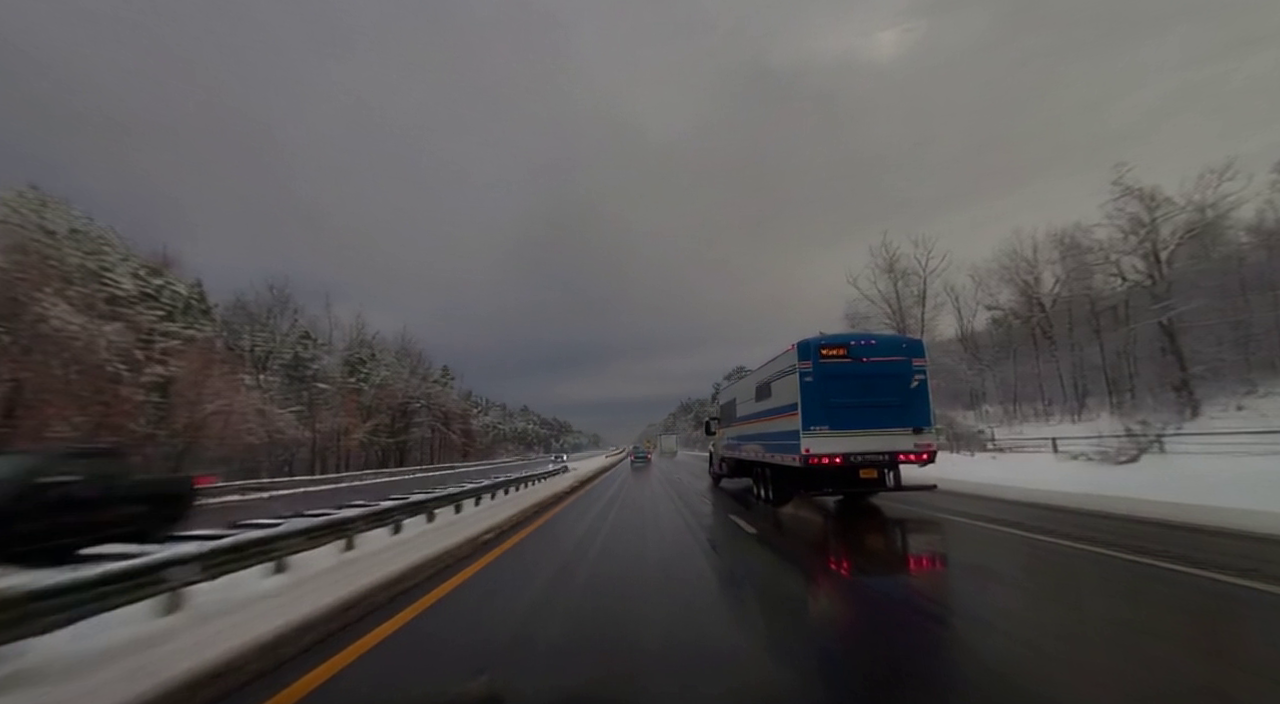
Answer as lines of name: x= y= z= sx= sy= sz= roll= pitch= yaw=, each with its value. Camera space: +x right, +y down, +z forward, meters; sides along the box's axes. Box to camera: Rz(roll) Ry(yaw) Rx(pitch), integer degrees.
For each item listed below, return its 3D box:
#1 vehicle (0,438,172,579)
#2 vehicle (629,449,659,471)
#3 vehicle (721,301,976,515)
vehicle: x=-8.503 y=1.890 z=7.777 sx=2.081 sy=1.624 sz=4.314 roll=0 pitch=-9 yaw=0
vehicle: x=0.284 y=7.190 z=42.122 sx=1.926 sy=1.386 sz=3.615 roll=0 pitch=-9 yaw=0
vehicle: x=4.875 y=2.131 z=19.236 sx=2.939 sy=4.129 sz=14.300 roll=0 pitch=-9 yaw=0
